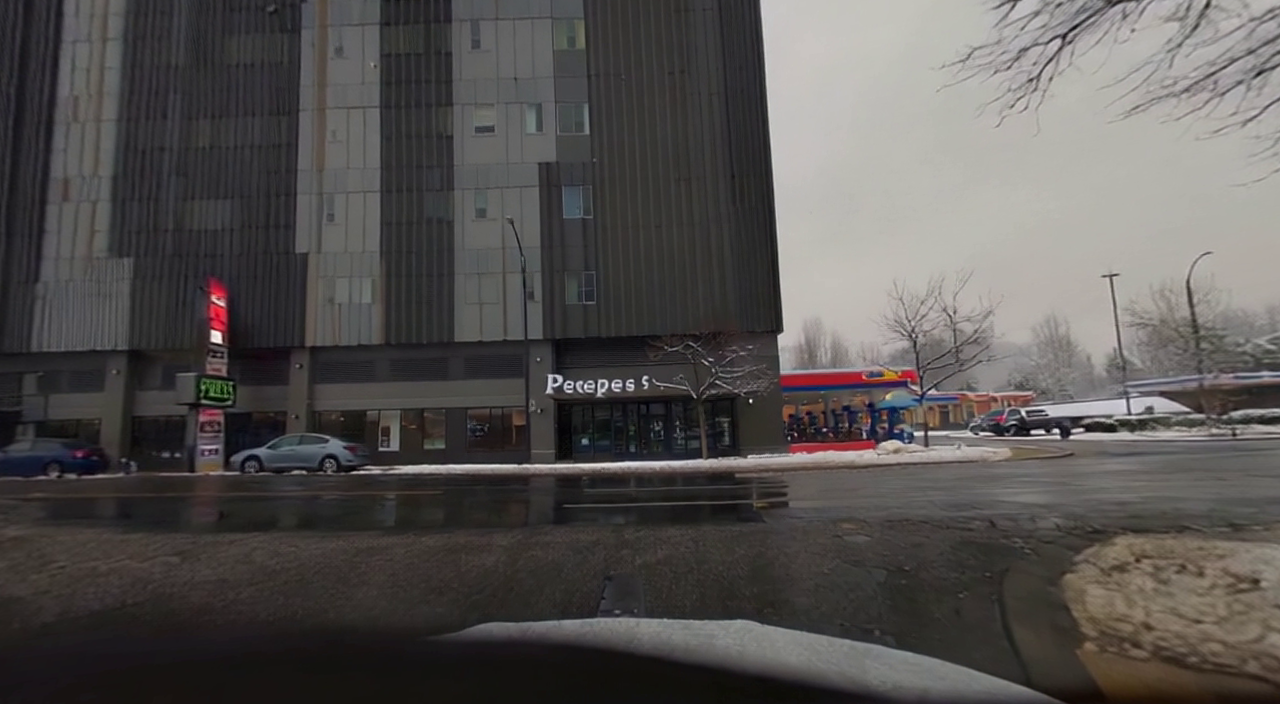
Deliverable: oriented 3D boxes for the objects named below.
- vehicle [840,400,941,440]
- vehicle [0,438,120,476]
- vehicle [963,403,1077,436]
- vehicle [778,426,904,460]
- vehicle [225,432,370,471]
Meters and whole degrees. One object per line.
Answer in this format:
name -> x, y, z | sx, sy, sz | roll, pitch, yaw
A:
vehicle -> 16.159, 4.452, 40.991 | 5.524, 2.504, 2.196 | 0, -9, -3
vehicle -> -23.622, 4.137, 25.026 | 4.321, 1.430, 1.775 | 0, -9, -2
vehicle -> 28.555, 5.077, 47.607 | 7.026, 2.329, 2.545 | 1, -6, -4
vehicle -> 8.581, 3.927, 27.202 | 4.782, 1.371, 1.763 | 1, -9, -6
vehicle -> -13.937, 4.068, 25.881 | 4.857, 1.497, 1.811 | 0, -9, 2
